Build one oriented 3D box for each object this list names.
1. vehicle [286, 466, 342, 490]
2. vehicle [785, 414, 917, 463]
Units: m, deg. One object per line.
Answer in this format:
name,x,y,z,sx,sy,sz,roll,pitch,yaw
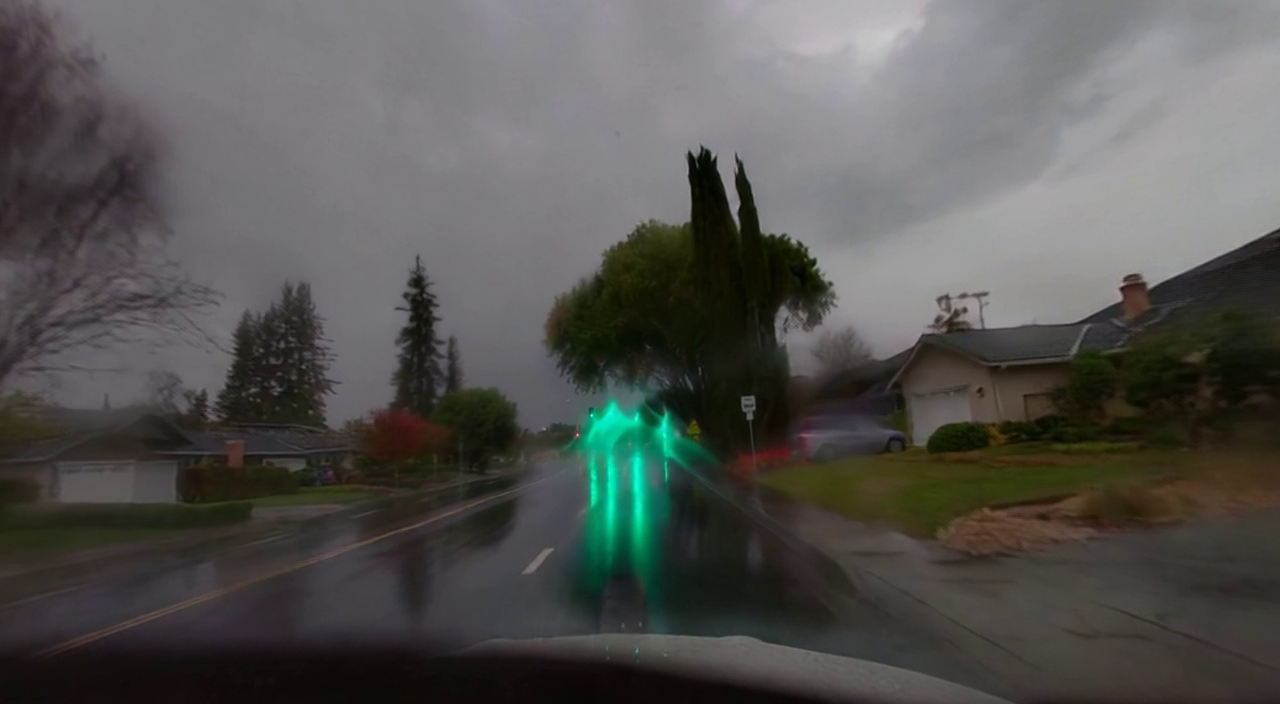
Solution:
vehicle,-22.278,8.586,43.029,1.847,1.461,3.659,0,-9,0
vehicle,8.349,3.454,24.941,4.636,1.823,1.997,3,-9,-18
